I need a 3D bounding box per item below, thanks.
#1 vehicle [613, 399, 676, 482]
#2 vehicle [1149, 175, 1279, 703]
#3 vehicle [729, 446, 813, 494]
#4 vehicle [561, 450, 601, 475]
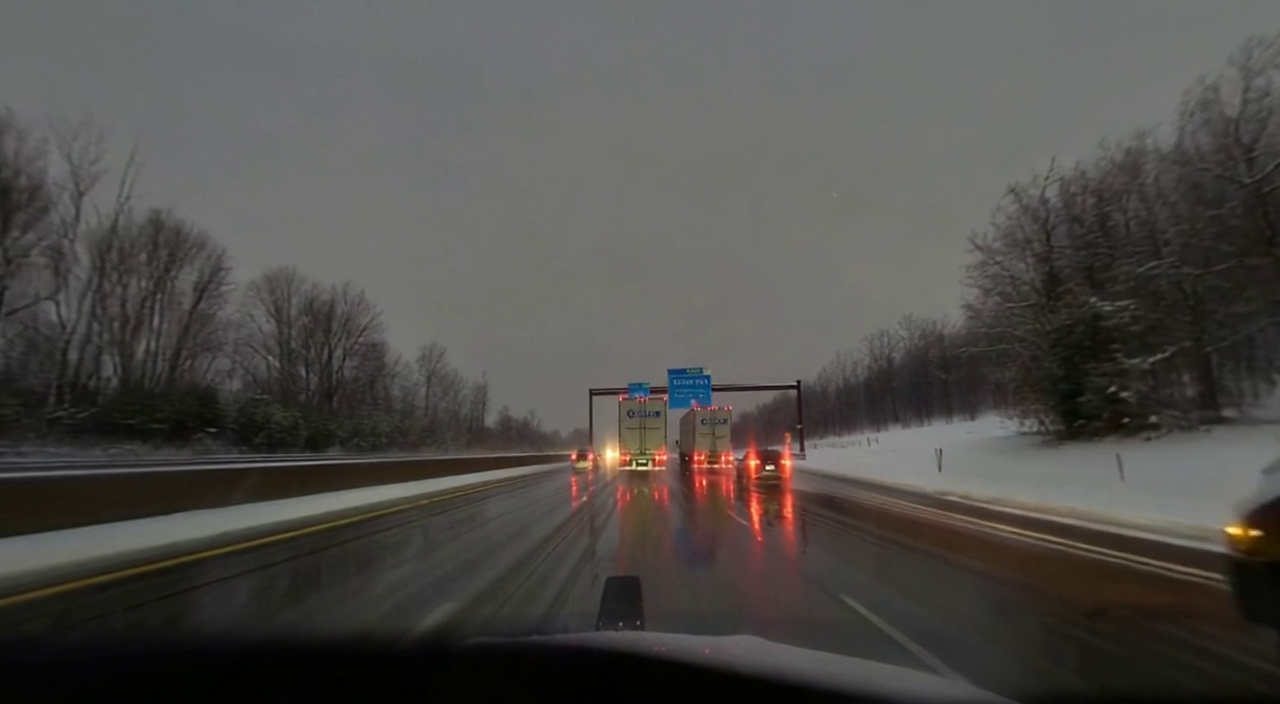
[{"bbox_3d":[0.184,4.839,34.072,2.864,3.805,9.709,0,-9,0],"label":"vehicle"},{"bbox_3d":[4.272,0.124,0.547,2.636,2.599,5.956,0,-9,1],"label":"vehicle"},{"bbox_3d":[4.559,4.175,22.792,2.086,1.530,4.808,0,-9,1],"label":"vehicle"},{"bbox_3d":[-3.598,6.828,39.277,2.067,1.452,4.085,0,-9,1],"label":"vehicle"}]
